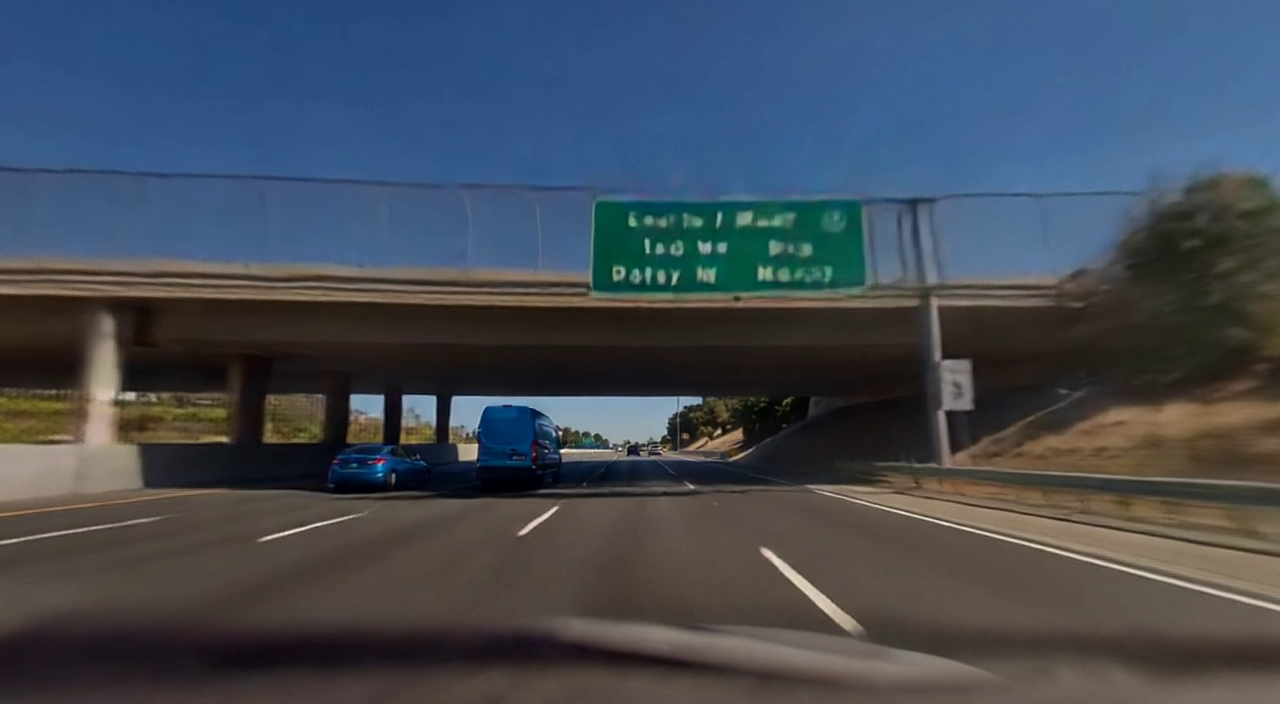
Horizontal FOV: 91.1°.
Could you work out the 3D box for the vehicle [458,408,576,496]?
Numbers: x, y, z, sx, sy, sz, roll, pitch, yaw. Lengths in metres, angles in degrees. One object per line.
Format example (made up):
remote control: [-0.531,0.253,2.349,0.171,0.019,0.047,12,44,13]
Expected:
vehicle: [-3.451,2.984,18.912,2.372,2.248,5.393,0,-9,1]

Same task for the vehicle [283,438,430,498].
vehicle: [-7.914,3.279,18.162,1.987,1.490,4.781,0,-9,0]
